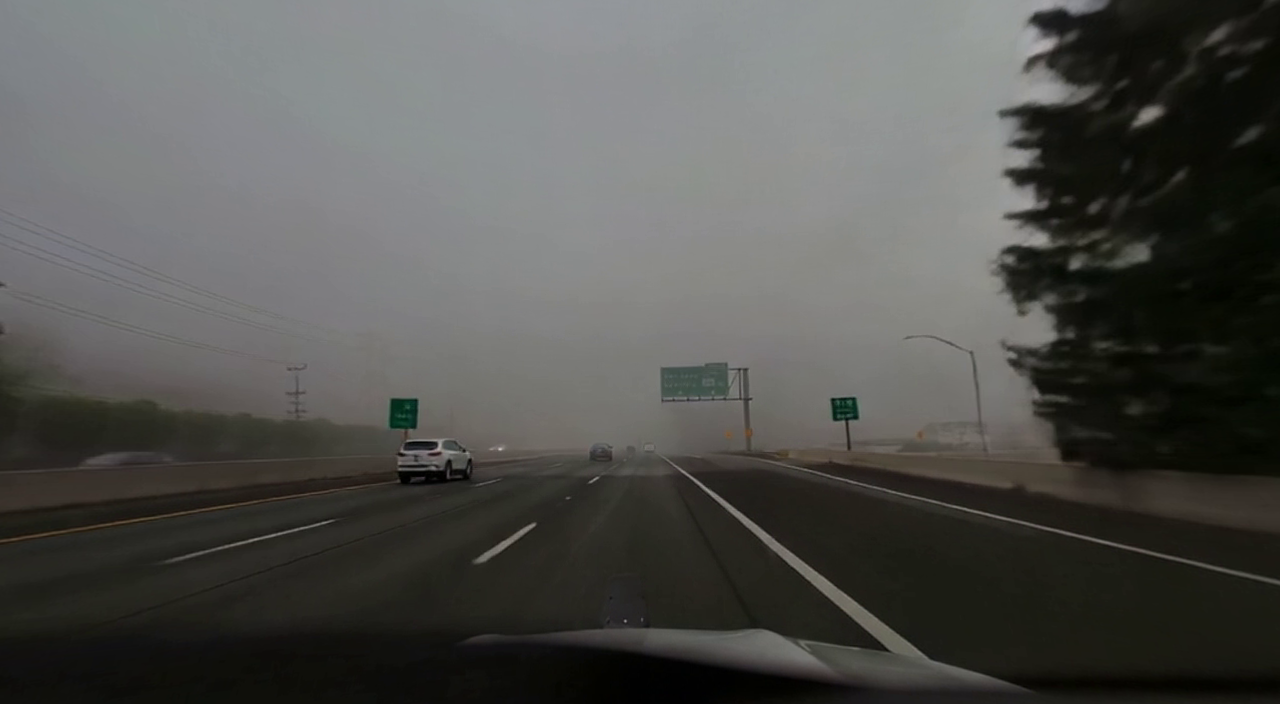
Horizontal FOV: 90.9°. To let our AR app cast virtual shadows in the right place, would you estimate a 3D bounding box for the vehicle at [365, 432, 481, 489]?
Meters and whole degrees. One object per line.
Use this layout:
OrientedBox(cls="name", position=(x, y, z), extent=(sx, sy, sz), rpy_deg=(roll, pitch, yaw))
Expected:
OrientedBox(cls="vehicle", position=(-7.153, 3.641, 21.417), extent=(2.118, 1.696, 4.836), rpy_deg=(0, -9, 1))
